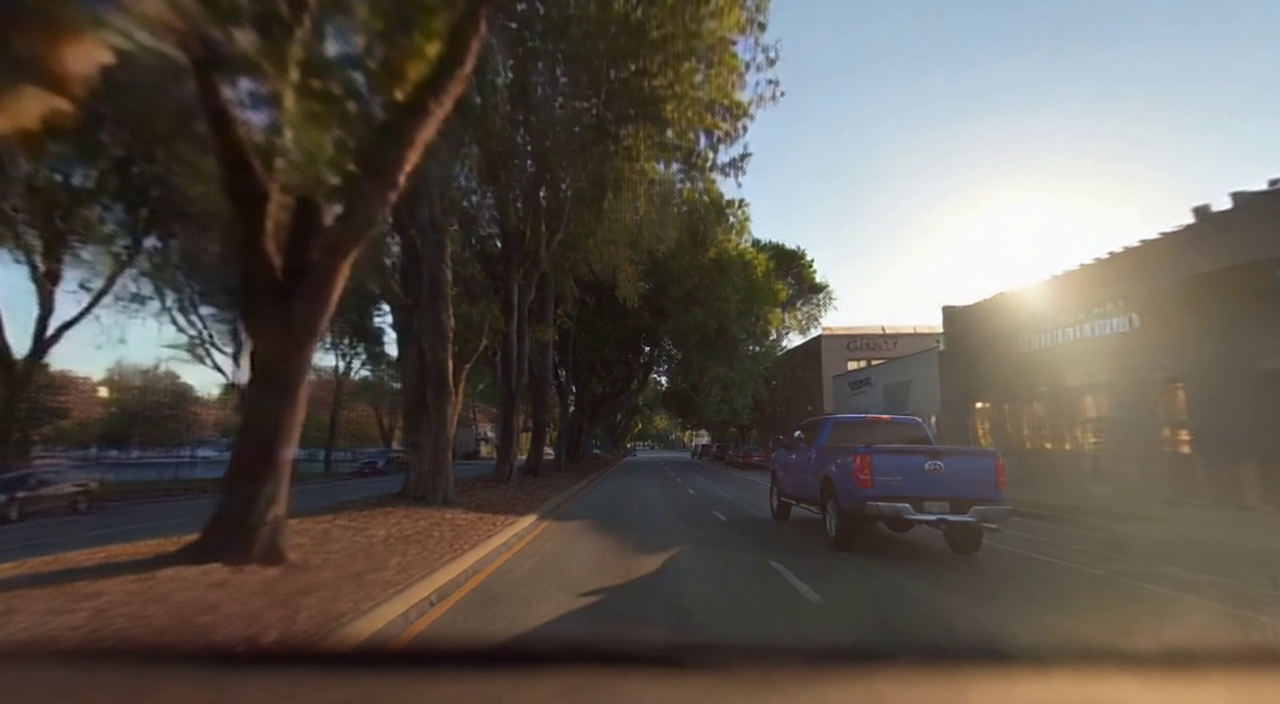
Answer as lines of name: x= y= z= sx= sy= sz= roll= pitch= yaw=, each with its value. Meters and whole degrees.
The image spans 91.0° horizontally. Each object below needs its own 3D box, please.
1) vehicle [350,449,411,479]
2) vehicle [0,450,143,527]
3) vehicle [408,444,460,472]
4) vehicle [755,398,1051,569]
vehicle: x=-16.008 y=6.902 z=39.108 sx=1.919 sy=1.616 sz=4.723 roll=-2 pitch=-8 yaw=-1
vehicle: x=-15.905 y=3.513 z=16.735 sx=1.913 sy=1.734 sz=4.357 roll=0 pitch=-9 yaw=-3
vehicle: x=-15.661 y=8.068 z=48.149 sx=2.097 sy=1.852 sz=5.090 roll=-3 pitch=-9 yaw=2
vehicle: x=3.319 y=1.815 z=9.520 sx=2.085 sy=1.828 sz=5.383 roll=0 pitch=-9 yaw=-1
